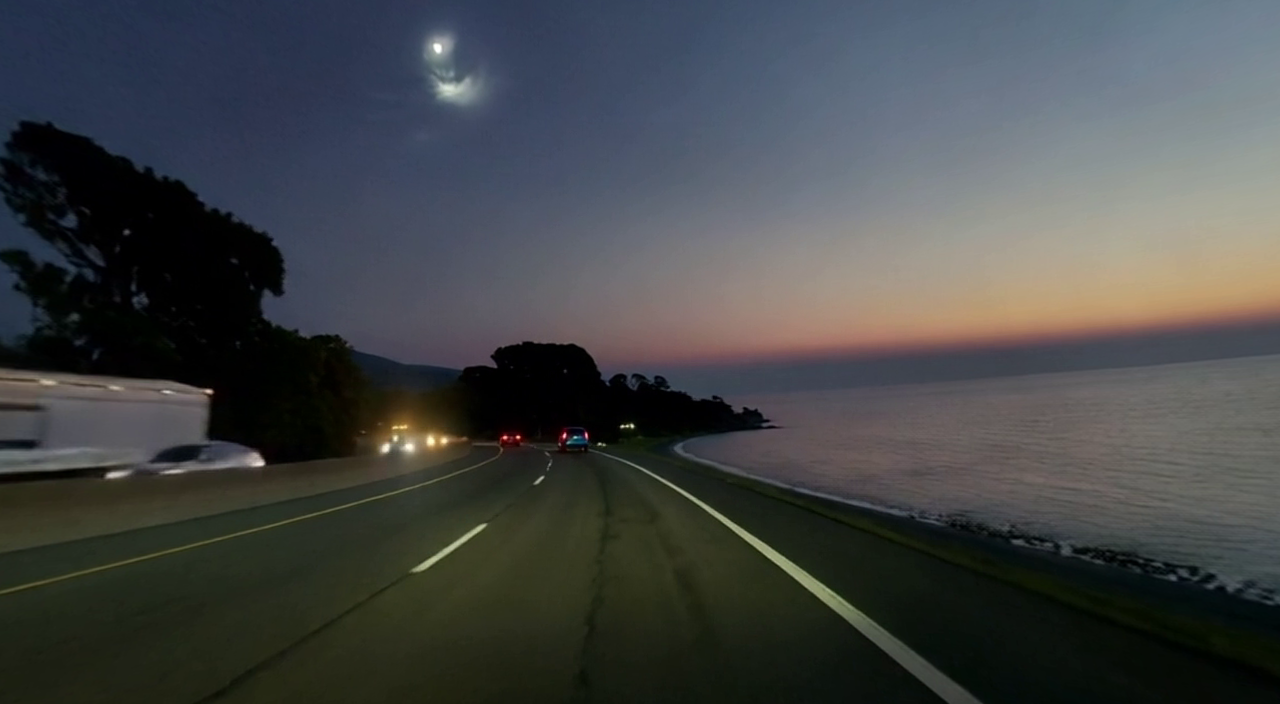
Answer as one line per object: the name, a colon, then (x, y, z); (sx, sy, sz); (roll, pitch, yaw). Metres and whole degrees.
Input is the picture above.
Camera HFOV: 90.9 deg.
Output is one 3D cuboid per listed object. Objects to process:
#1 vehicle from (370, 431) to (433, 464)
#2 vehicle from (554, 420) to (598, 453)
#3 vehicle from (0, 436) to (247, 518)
vehicle: (-12.549, 5.071, 33.484); (2.192, 1.617, 4.082); (1, -9, -7)
vehicle: (-4.668, 6.102, 45.134); (2.632, 2.162, 5.529); (2, -9, -11)
vehicle: (-10.917, 2.613, 13.772); (1.987, 1.473, 4.367); (0, -9, -2)
